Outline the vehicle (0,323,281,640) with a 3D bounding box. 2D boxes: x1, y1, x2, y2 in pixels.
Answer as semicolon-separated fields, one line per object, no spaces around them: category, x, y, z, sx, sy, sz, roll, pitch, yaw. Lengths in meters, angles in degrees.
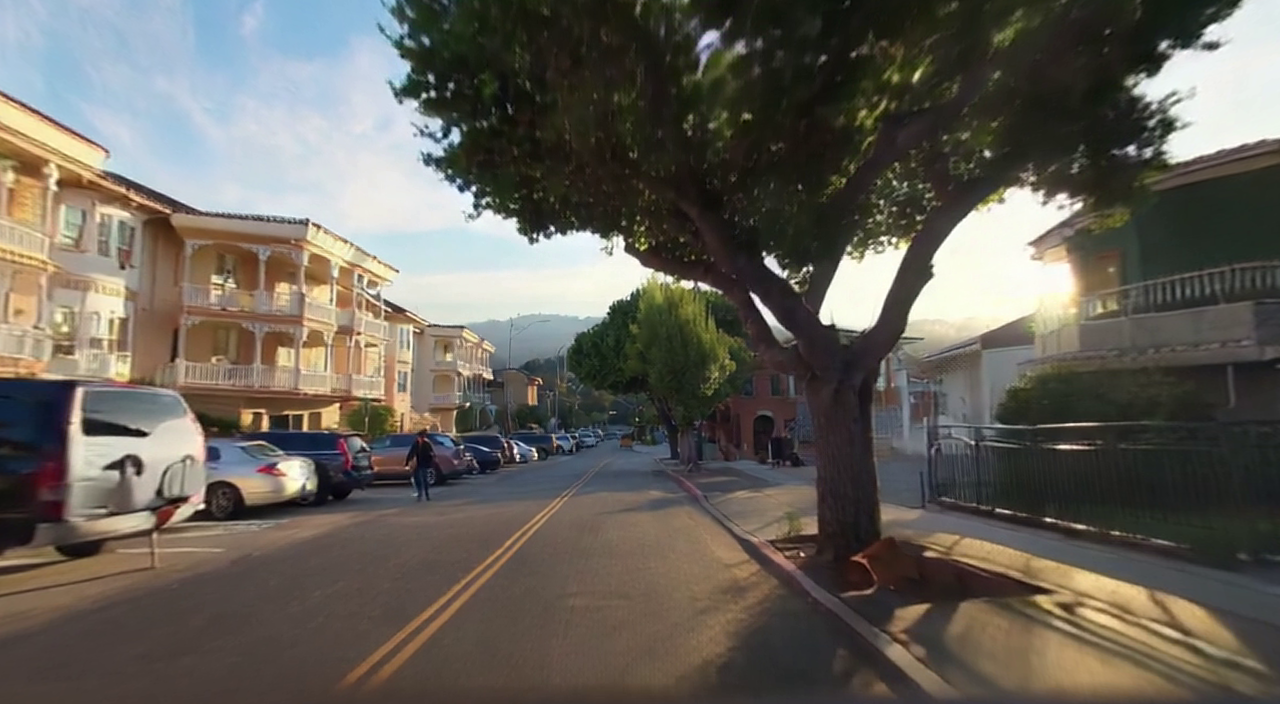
vehicle;-7.117;1.155;6.152;5.592;2.439;2.515;0;-9;-1
